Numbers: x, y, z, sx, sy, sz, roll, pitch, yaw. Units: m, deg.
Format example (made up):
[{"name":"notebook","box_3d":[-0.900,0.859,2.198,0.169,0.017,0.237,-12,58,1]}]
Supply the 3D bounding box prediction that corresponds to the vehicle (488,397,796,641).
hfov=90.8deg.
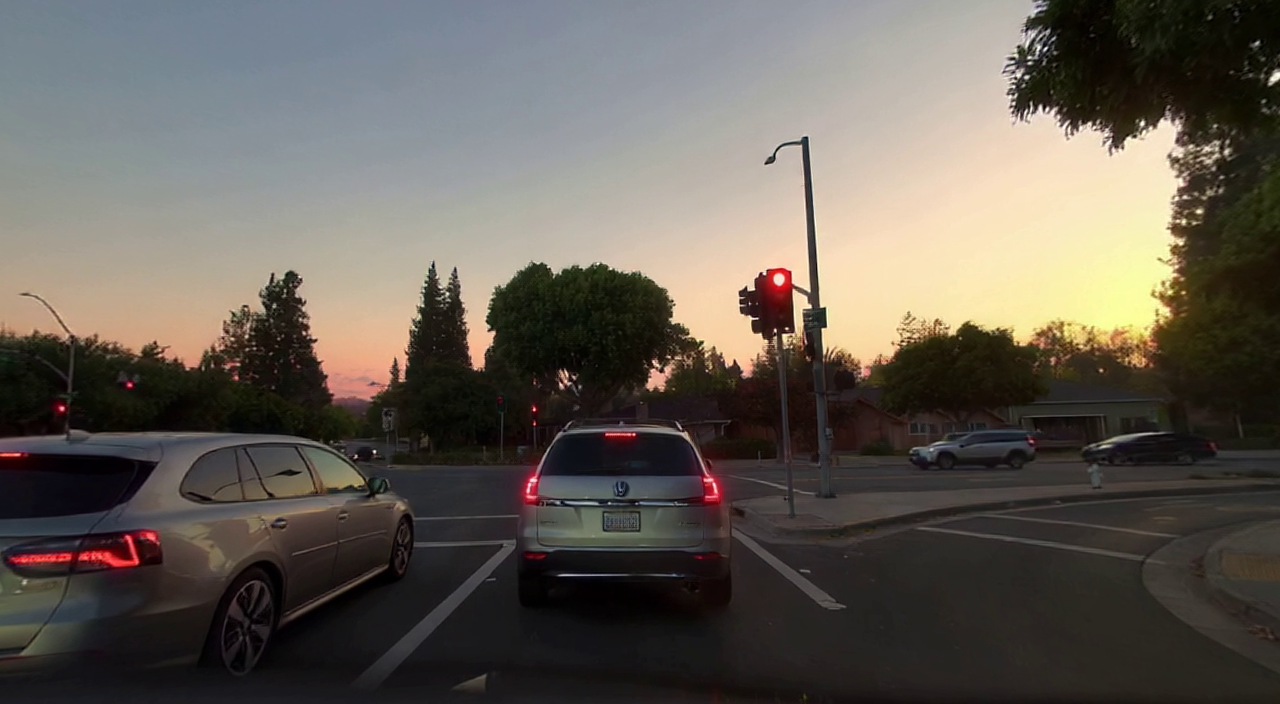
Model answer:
[{"name":"vehicle","box_3d":[-0.126,1.469,6.568,2.154,1.670,4.140,1,-9,-4]}]

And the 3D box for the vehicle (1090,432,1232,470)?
[{"name":"vehicle","box_3d":[23.825,4.538,29.043,4.639,1.621,1.867,-1,-9,7]}]

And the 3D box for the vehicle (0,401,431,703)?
[{"name":"vehicle","box_3d":[-3.282,1.270,4.718,2.035,1.492,4.415,0,-9,-2]}]

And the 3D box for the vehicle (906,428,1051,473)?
[{"name":"vehicle","box_3d":[14.109,4.145,26.637,4.887,1.769,2.035,-1,-9,6]}]
